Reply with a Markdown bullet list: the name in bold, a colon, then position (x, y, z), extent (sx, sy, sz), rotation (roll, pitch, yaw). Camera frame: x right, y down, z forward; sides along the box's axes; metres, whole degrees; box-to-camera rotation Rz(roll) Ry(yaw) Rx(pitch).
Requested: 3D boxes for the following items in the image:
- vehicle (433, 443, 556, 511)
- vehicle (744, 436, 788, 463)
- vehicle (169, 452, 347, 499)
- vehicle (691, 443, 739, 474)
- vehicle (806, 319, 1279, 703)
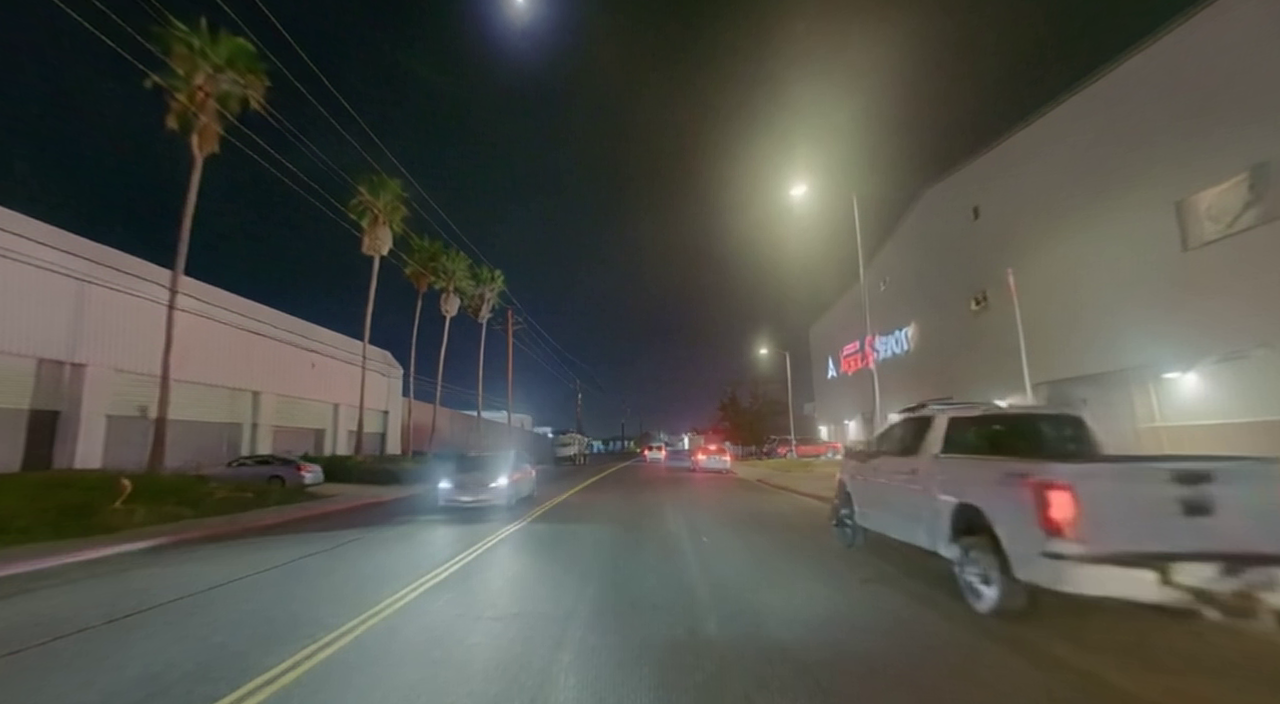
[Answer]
- **vehicle**: position (-3.553, 3.143, 16.400), extent (2.033, 1.492, 4.477), rotation (0, -9, 1)
- **vehicle**: position (10.058, 7.664, 49.888), extent (2.325, 1.877, 5.987), rotation (-6, -10, 20)
- **vehicle**: position (-13.894, 4.504, 23.242), extent (5.187, 1.563, 2.095), rotation (0, -9, 0)
- **vehicle**: position (4.131, 5.951, 35.438), extent (2.111, 1.611, 4.576), rotation (0, -9, -1)
- **vehicle**: position (3.624, 1.265, 5.970), extent (2.345, 1.969, 6.070), rotation (0, -9, -1)
